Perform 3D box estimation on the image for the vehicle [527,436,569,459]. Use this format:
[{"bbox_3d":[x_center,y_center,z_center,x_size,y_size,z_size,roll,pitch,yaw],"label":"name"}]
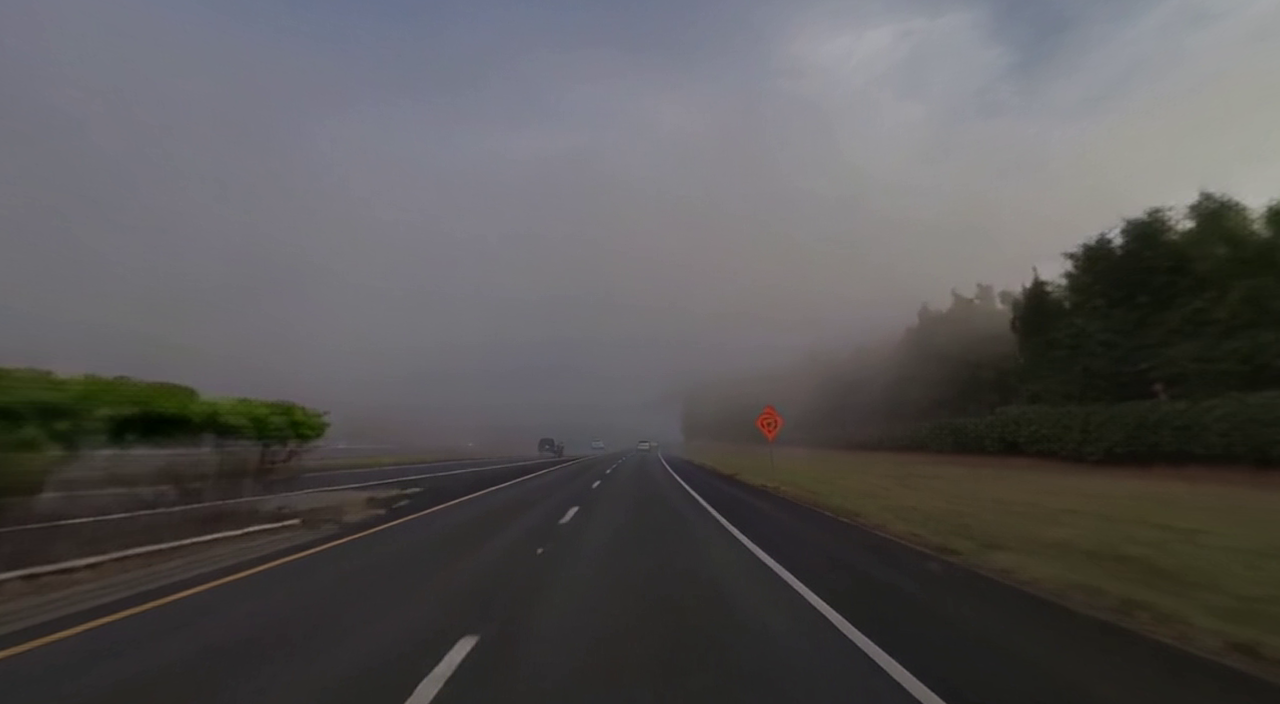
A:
[{"bbox_3d":[-6.758,7.037,46.700,2.141,1.612,3.998,-1,-8,6],"label":"vehicle"}]
